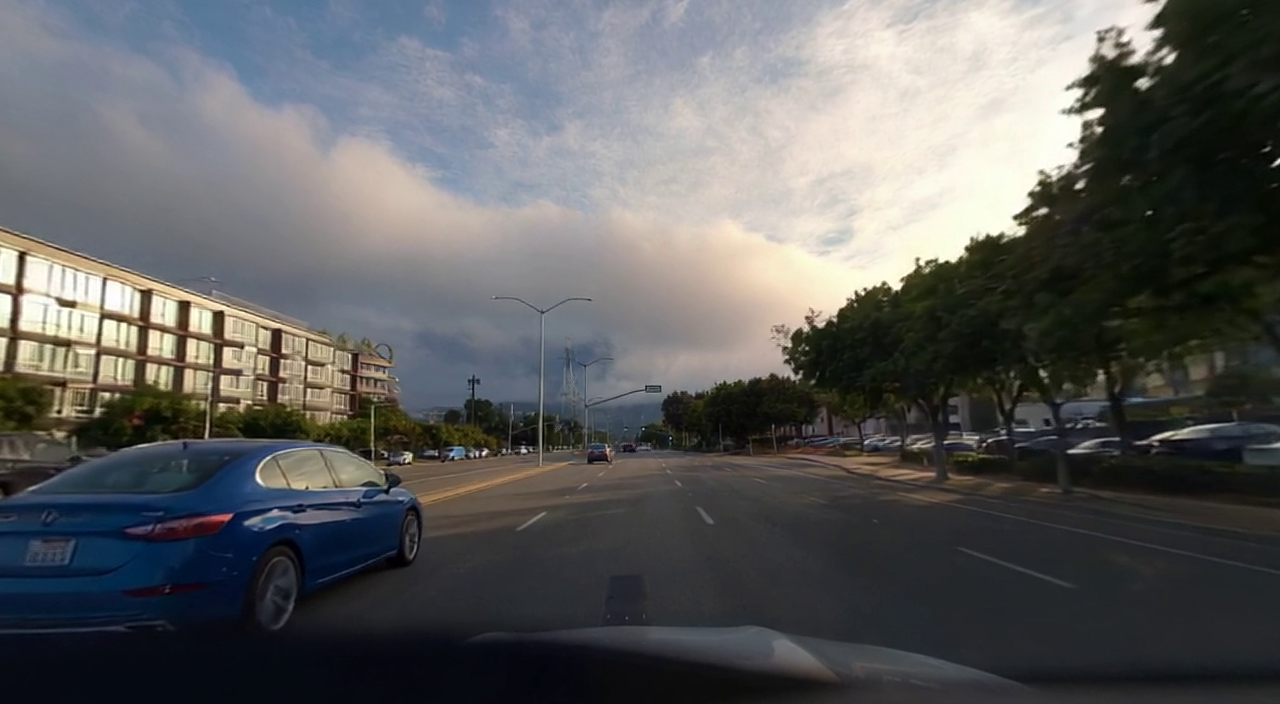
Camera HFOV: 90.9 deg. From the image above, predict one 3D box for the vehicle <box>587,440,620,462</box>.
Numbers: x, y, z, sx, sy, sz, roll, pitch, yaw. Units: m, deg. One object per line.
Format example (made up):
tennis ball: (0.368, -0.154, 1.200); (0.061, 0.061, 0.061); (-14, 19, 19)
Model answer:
vehicle: (-2.837, 7.759, 49.468); (2.197, 1.486, 4.654); (-4, -8, 0)

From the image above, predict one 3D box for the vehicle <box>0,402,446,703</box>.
vehicle: (-3.387, 1.387, 5.267); (2.009, 1.489, 4.543); (-5, -8, 0)
